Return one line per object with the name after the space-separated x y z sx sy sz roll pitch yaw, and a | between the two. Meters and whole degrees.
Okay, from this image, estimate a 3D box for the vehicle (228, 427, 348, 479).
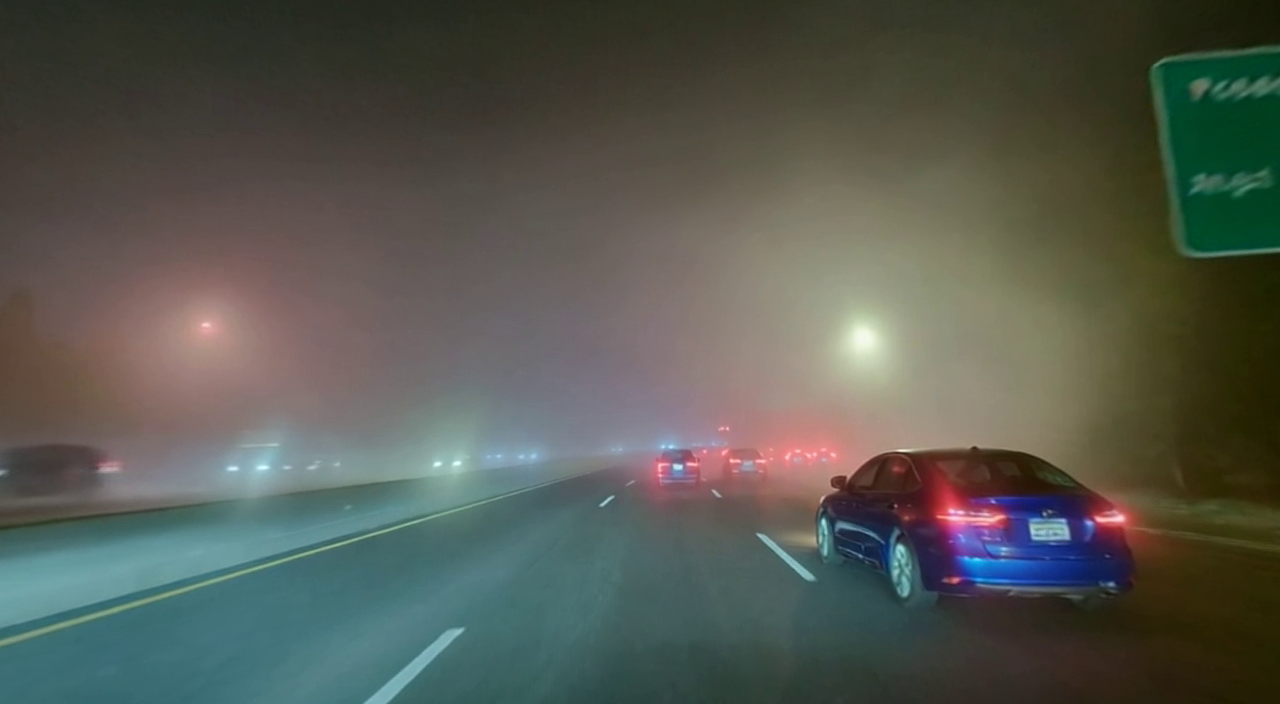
-21.817 6.323 39.594 3.098 2.950 6.966 -1 -9 4 | vehicle

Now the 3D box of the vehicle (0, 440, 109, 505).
-19.601 3.596 18.934 2.113 1.862 5.561 -1 -9 4 | vehicle

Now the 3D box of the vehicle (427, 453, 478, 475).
-13.630 8.145 46.056 1.973 1.532 4.450 -1 -9 6 | vehicle

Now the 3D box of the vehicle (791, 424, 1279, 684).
2.982 1.528 6.008 2.009 1.489 4.559 0 -9 1 | vehicle

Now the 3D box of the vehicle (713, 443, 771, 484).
4.474 4.927 28.156 2.076 1.684 4.241 0 -9 3 | vehicle

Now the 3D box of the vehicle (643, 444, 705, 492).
1.254 4.243 23.394 2.074 1.614 3.803 0 -9 3 | vehicle
